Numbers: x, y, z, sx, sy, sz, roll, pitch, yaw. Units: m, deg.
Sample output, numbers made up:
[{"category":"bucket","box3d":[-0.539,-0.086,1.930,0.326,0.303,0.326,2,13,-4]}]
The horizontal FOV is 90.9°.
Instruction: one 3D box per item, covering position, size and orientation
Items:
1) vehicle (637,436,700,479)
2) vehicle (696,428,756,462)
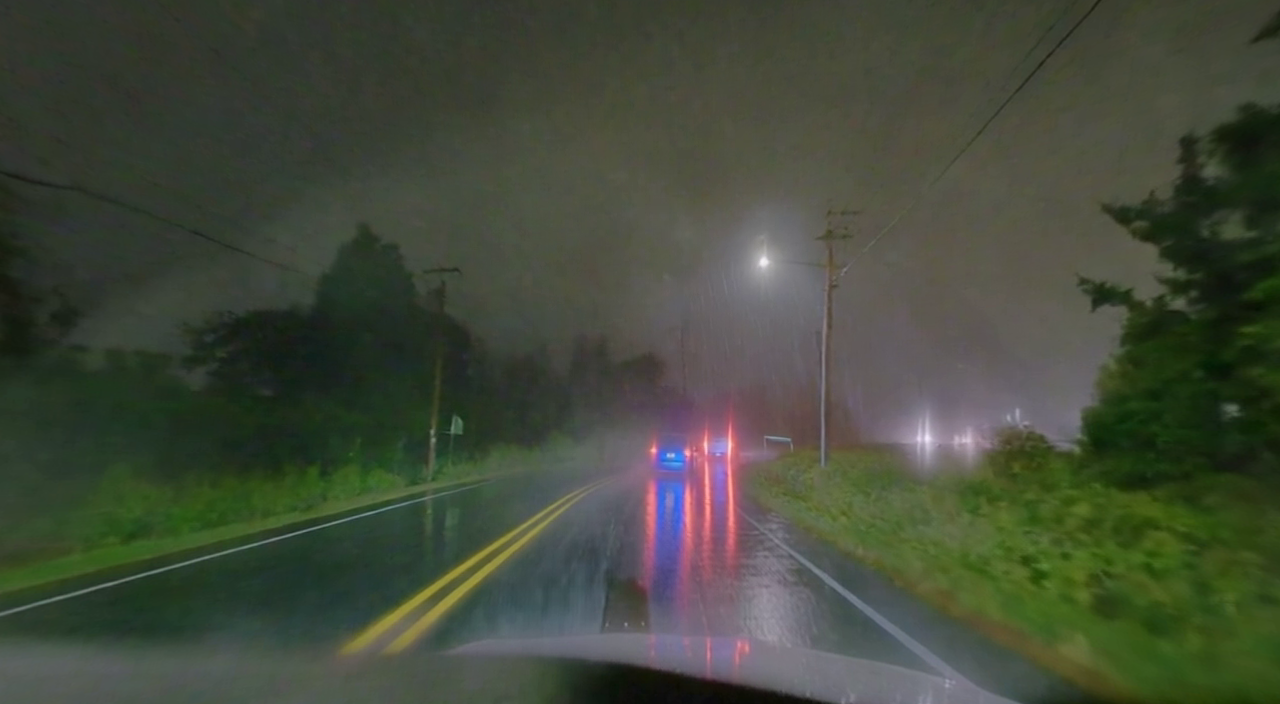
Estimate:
[{"category":"vehicle","box3d":[1.254,4.307,25.989,2.157,1.565,4.243,-1,-8,8]},{"category":"vehicle","box3d":[5.939,6.320,42.741,2.376,2.145,5.953,-4,-9,24]}]
